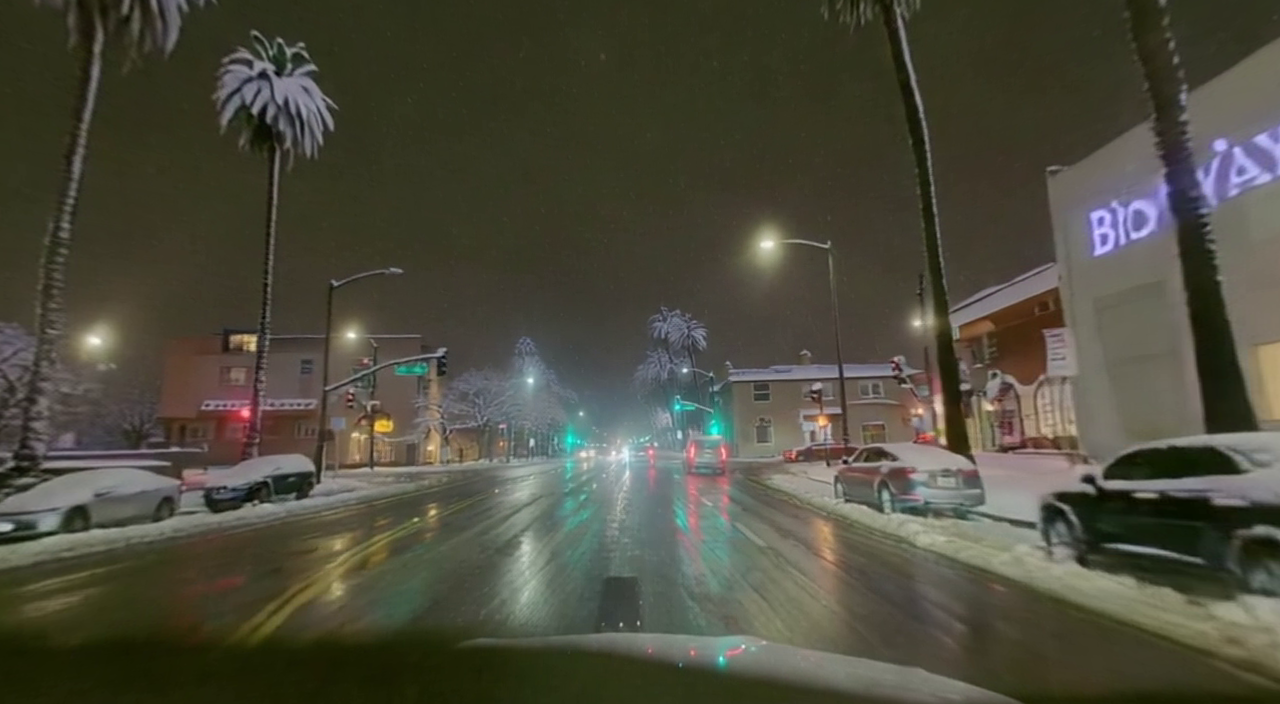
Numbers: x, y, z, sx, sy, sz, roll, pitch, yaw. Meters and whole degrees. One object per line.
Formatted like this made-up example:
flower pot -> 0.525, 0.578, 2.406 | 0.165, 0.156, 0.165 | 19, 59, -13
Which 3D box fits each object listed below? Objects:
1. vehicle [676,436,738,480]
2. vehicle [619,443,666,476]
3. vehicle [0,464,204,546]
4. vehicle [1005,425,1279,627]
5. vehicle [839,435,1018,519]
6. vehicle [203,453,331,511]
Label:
vehicle -> 2.731, 4.445, 26.770 | 2.003, 1.702, 4.288 | 0, -8, -2
vehicle -> 0.100, 5.083, 30.157 | 2.088, 1.452, 3.993 | 0, -8, -1
vehicle -> -12.450, 3.414, 14.419 | 1.978, 1.501, 4.355 | -3, -11, -2
vehicle -> 6.300, 1.603, 6.412 | 2.174, 1.643, 4.860 | 0, -8, -2
vehicle -> 6.417, 2.809, 14.744 | 2.157, 1.640, 4.228 | 0, -8, 0
vehicle -> -12.672, 4.482, 21.818 | 1.949, 1.682, 4.094 | -3, -11, -1
